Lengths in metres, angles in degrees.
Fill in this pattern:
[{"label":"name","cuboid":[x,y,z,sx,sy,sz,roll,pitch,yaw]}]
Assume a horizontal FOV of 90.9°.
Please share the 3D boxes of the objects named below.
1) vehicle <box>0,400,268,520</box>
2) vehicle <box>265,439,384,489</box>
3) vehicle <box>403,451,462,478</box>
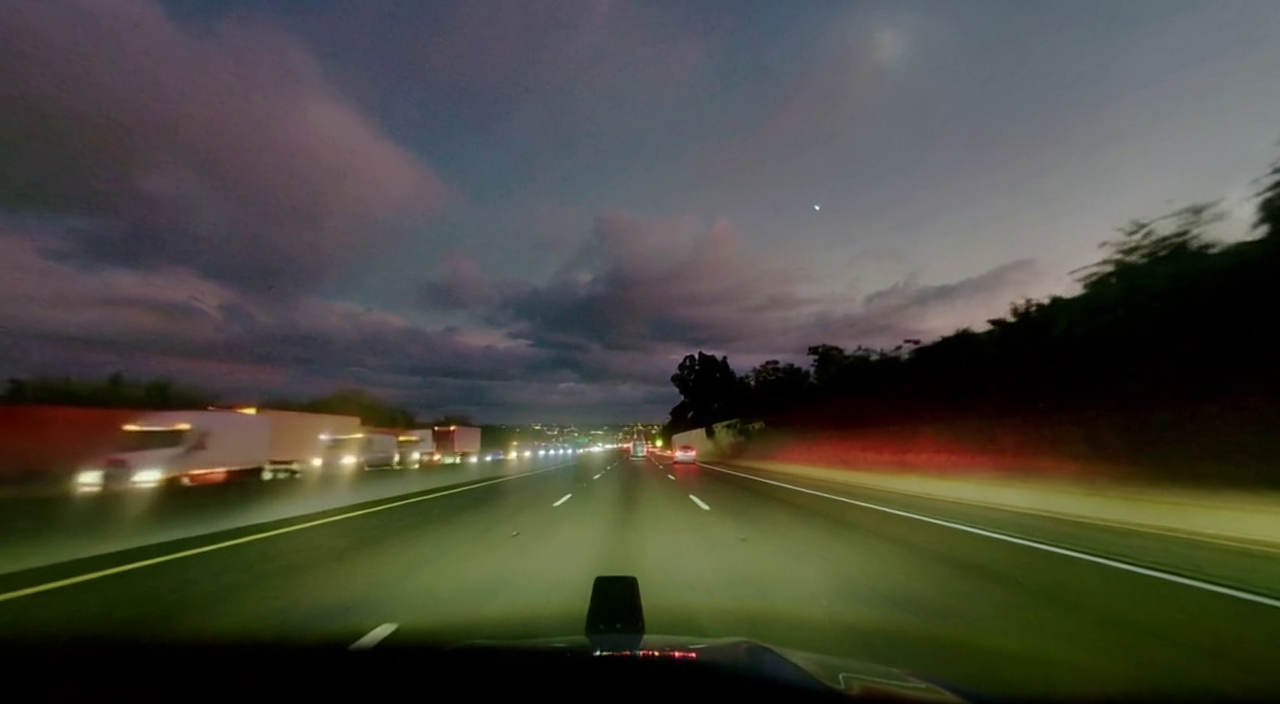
[{"label":"vehicle","cuboid":[-11.660,2.491,14.870,2.282,2.273,5.443,0,-9,1]},{"label":"vehicle","cuboid":[-12.438,4.448,25.324,2.119,1.785,5.129,0,-9,-1]},{"label":"vehicle","cuboid":[-11.801,6.420,36.128,1.917,1.422,4.406,0,-9,0]}]
